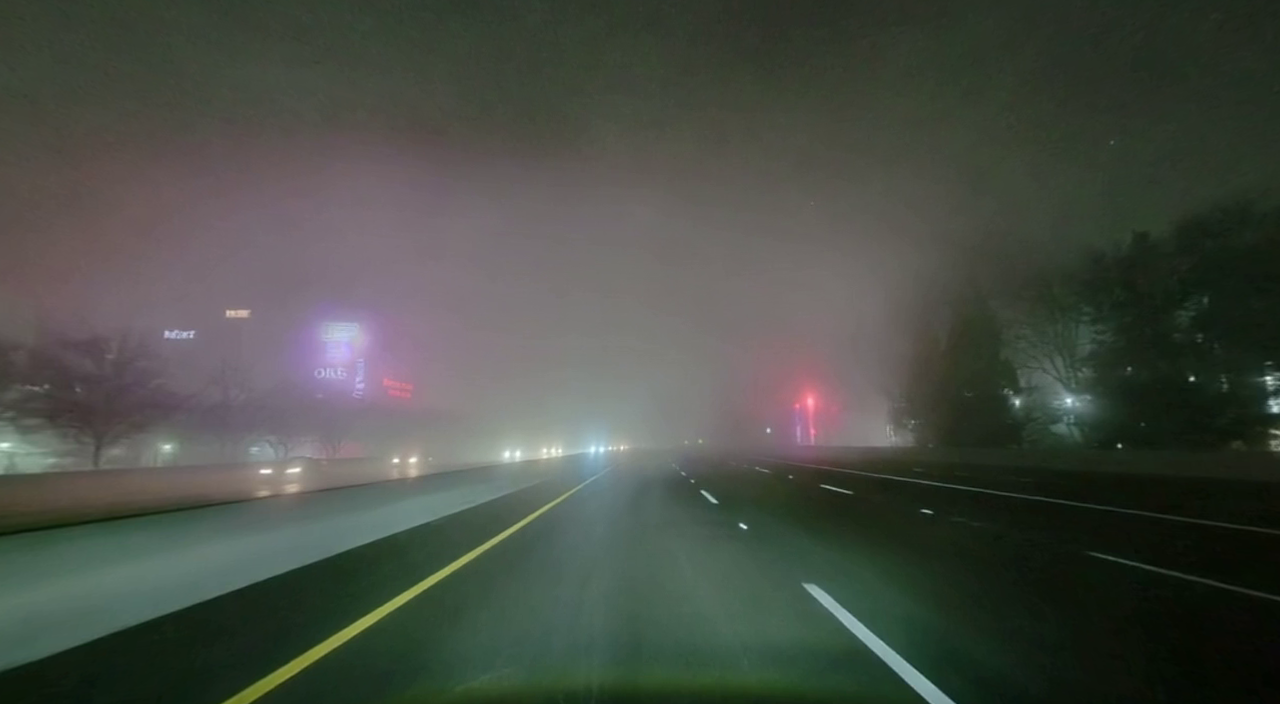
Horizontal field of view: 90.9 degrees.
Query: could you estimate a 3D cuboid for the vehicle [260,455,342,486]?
[{"bbox_3d":[-17.807,6.210,33.397,1.803,1.427,4.553,0,-8,0],"label":"vehicle"}]
